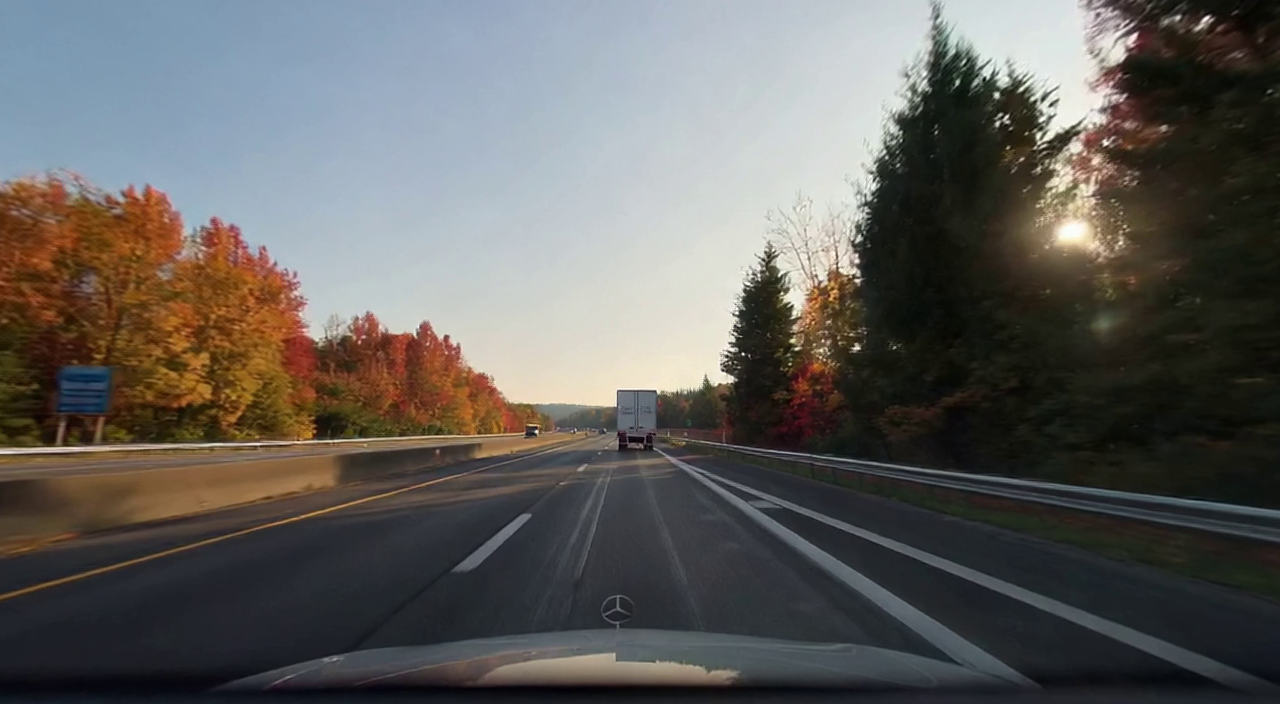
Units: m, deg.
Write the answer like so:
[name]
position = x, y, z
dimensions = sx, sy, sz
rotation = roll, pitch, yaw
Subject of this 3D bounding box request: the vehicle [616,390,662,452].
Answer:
[vehicle]
position = -0.227, 5.278, 46.910
dimensions = 3.013, 4.016, 11.496
rotation = 0, -8, -2
